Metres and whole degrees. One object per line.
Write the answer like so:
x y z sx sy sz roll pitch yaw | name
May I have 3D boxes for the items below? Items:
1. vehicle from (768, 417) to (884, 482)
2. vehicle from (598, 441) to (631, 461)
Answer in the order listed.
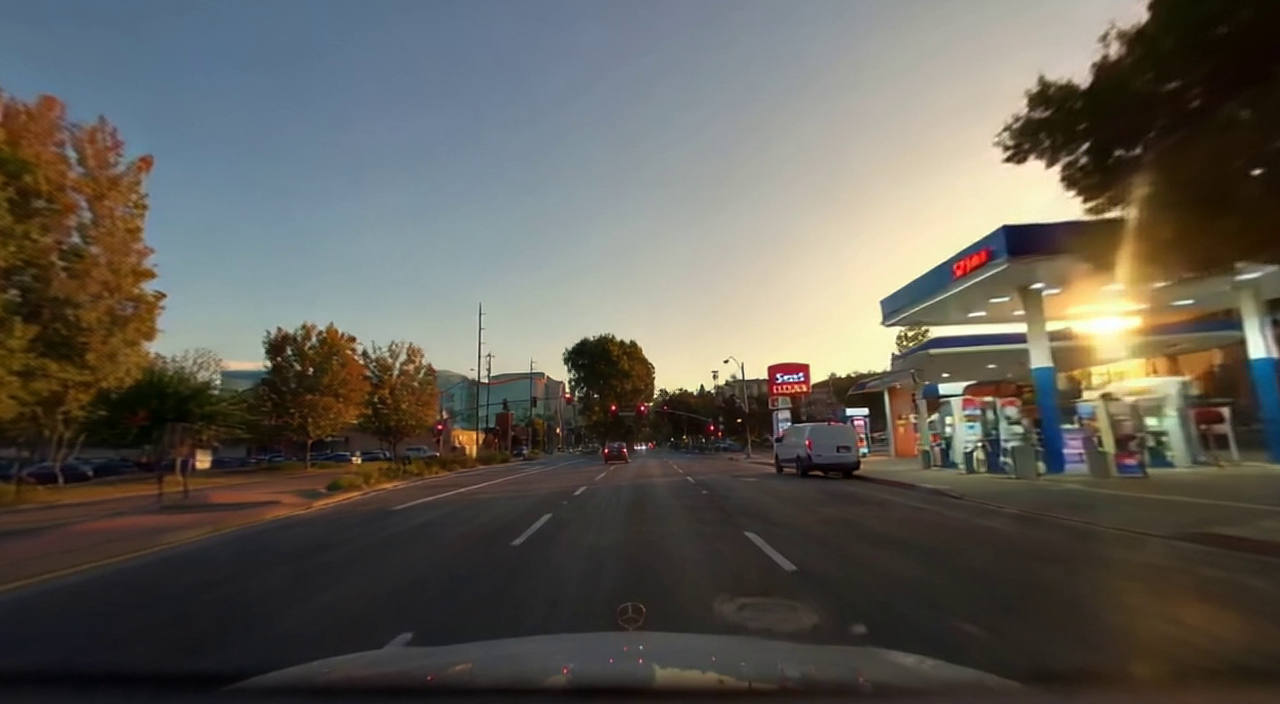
7.409 4.016 26.124 2.764 2.327 6.492 0 -8 0 | vehicle
-1.967 7.711 49.302 2.082 1.460 4.442 -1 -8 4 | vehicle
